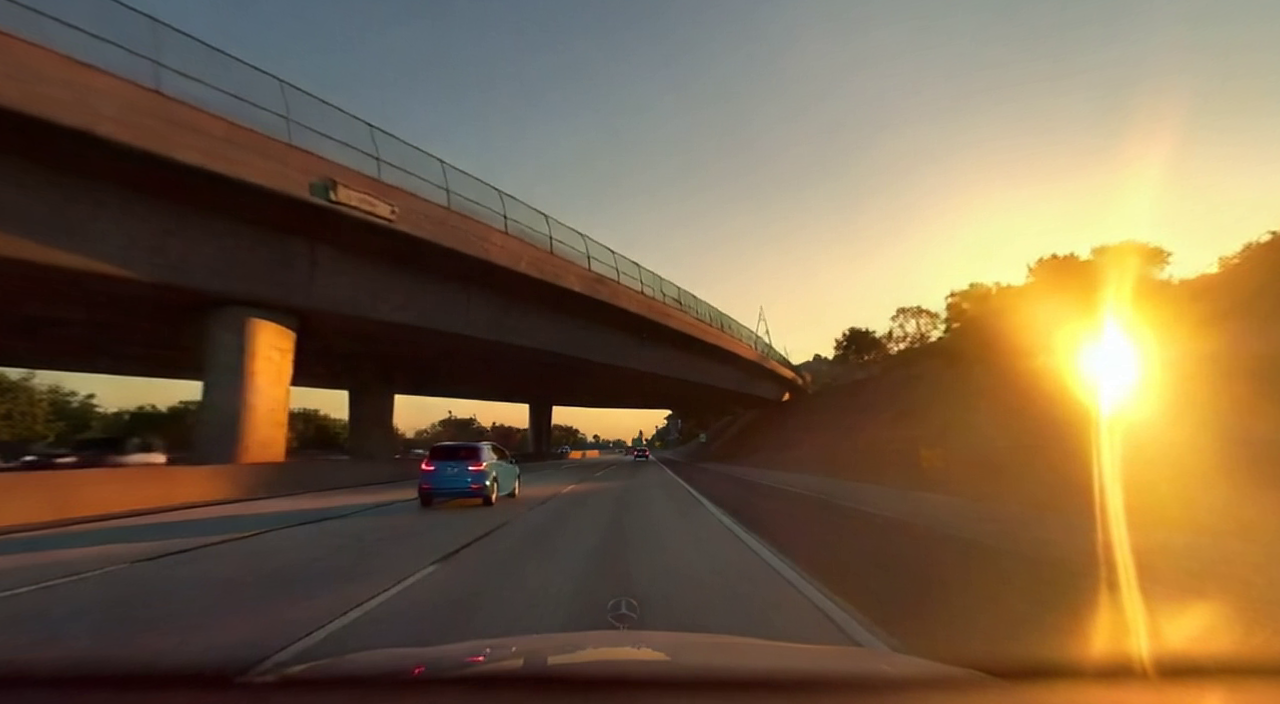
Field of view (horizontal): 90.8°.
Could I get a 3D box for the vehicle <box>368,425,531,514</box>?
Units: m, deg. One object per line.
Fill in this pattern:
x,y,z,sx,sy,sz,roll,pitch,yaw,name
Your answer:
-4.226,2.716,15.114,2.272,1.759,5.058,0,-9,1,vehicle
